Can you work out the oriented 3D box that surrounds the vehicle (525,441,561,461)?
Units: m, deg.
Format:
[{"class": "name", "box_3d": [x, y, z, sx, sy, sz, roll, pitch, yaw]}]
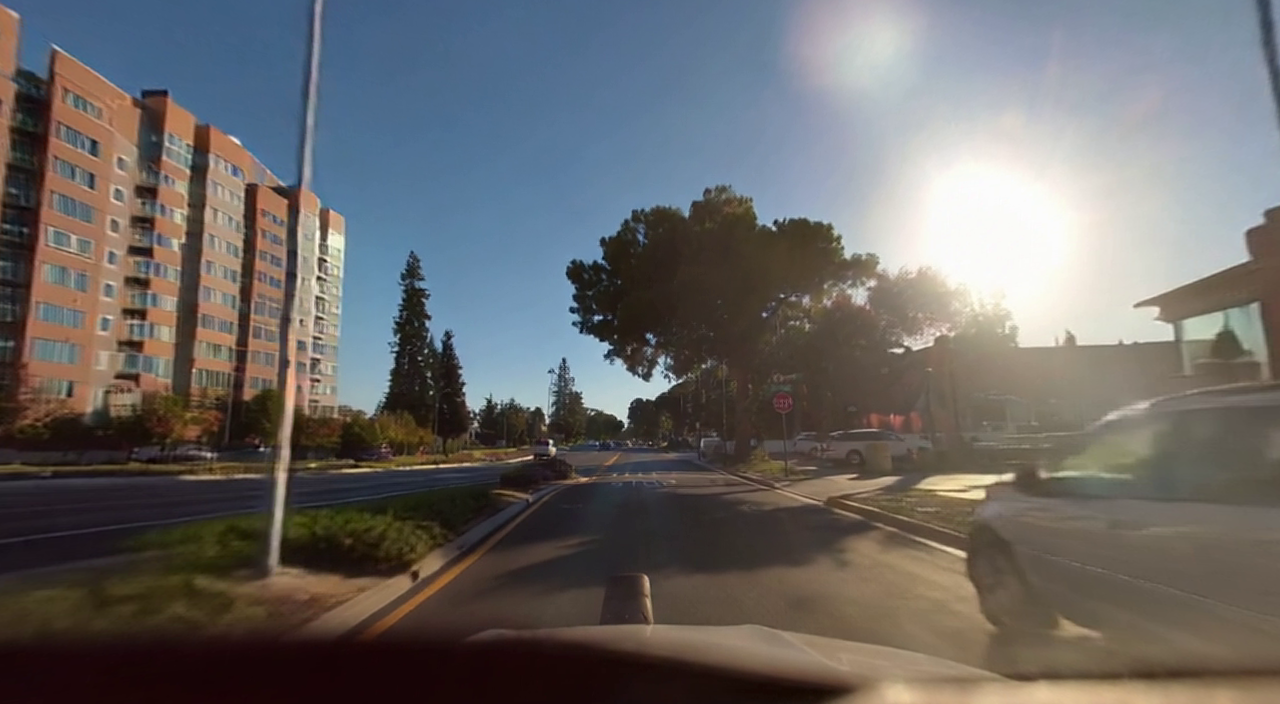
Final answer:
[{"class": "vehicle", "box_3d": [-7.579, 7.781, 49.492, 2.024, 1.532, 3.863, -1, -9, 4]}]

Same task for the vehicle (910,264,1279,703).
[{"class": "vehicle", "box_3d": [3.066, 0.721, 2.448, 2.067, 1.846, 4.384, 0, -9, 0]}]

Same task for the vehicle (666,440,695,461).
[{"class": "vehicle", "box_3d": [2.995, 7.430, 47.584, 1.990, 1.508, 4.123, 0, -9, 1]}]

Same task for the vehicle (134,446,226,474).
[{"class": "vehicle", "box_3d": [-26.231, 6.140, 36.158, 1.811, 1.467, 4.508, 0, -9, 1]}]

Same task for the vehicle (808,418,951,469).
[{"class": "vehicle", "box_3d": [9.652, 3.735, 25.731, 4.823, 1.667, 2.165, -4, -9, 0]}]
